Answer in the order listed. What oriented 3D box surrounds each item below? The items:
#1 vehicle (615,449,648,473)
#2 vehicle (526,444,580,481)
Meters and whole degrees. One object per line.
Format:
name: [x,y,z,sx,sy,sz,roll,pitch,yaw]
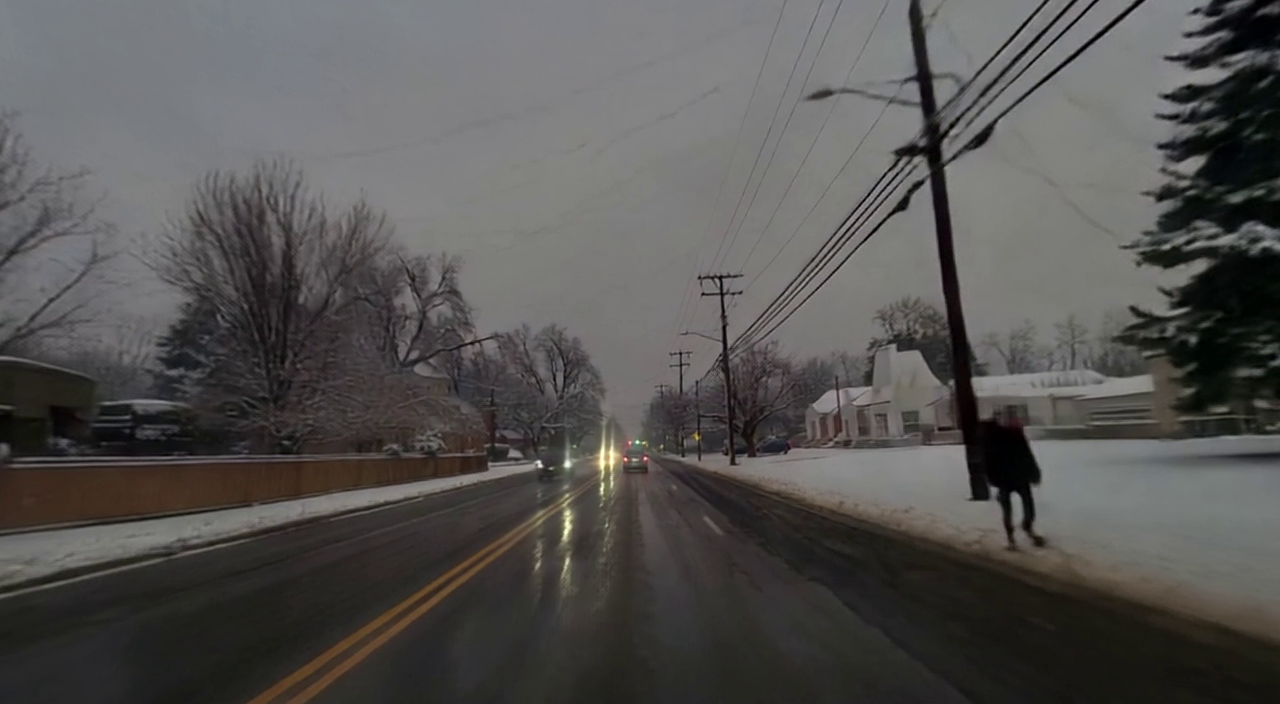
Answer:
vehicle: [-0.550,7.210,41.860,2.093,1.497,4.010,0,-9,-1]
vehicle: [-4.766,6.159,35.365,2.212,1.906,4.958,0,-9,2]
